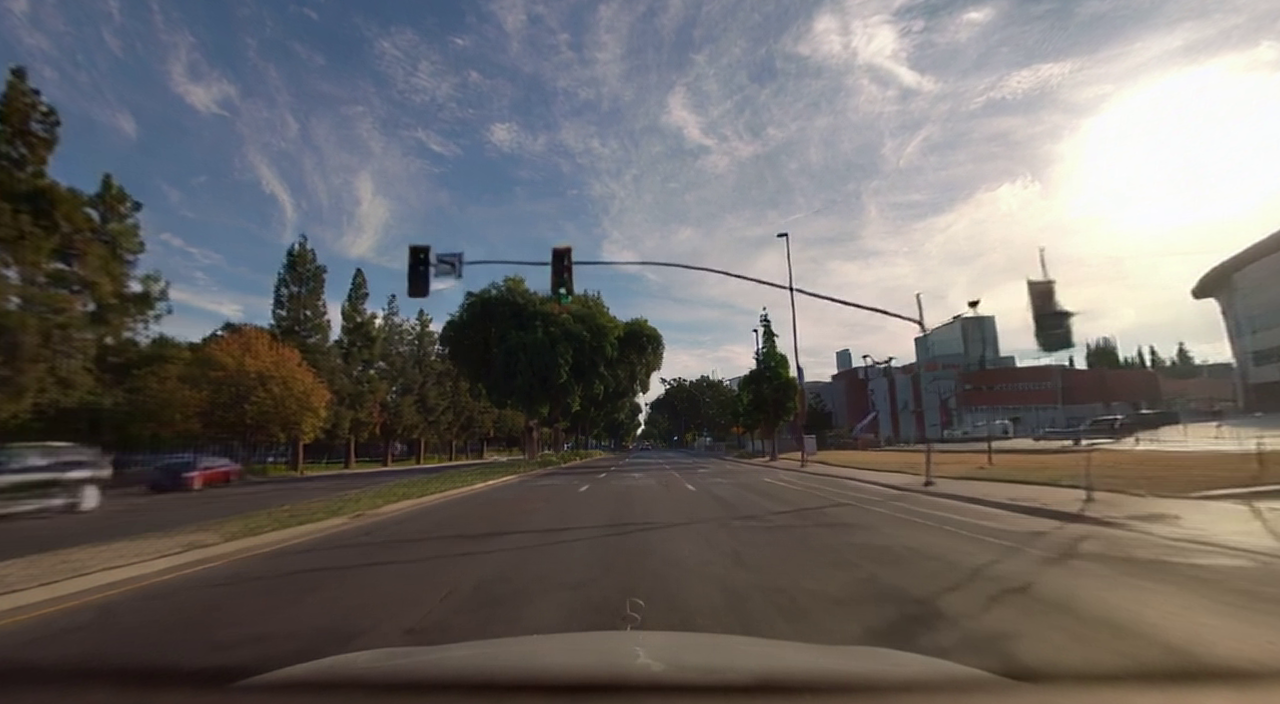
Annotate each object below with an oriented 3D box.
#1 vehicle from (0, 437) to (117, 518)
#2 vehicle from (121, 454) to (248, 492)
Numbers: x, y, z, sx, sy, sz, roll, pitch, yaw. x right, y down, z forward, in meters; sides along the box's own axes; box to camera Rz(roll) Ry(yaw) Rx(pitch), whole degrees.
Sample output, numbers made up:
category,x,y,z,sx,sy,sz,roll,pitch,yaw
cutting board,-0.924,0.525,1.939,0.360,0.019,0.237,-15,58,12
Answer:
category,x,y,z,sx,sy,sz,roll,pitch,yaw
vehicle,-14.731,2.795,14.066,1.936,1.718,4.643,0,-8,1
vehicle,-19.304,5.118,26.944,1.832,1.432,4.855,0,-9,0
